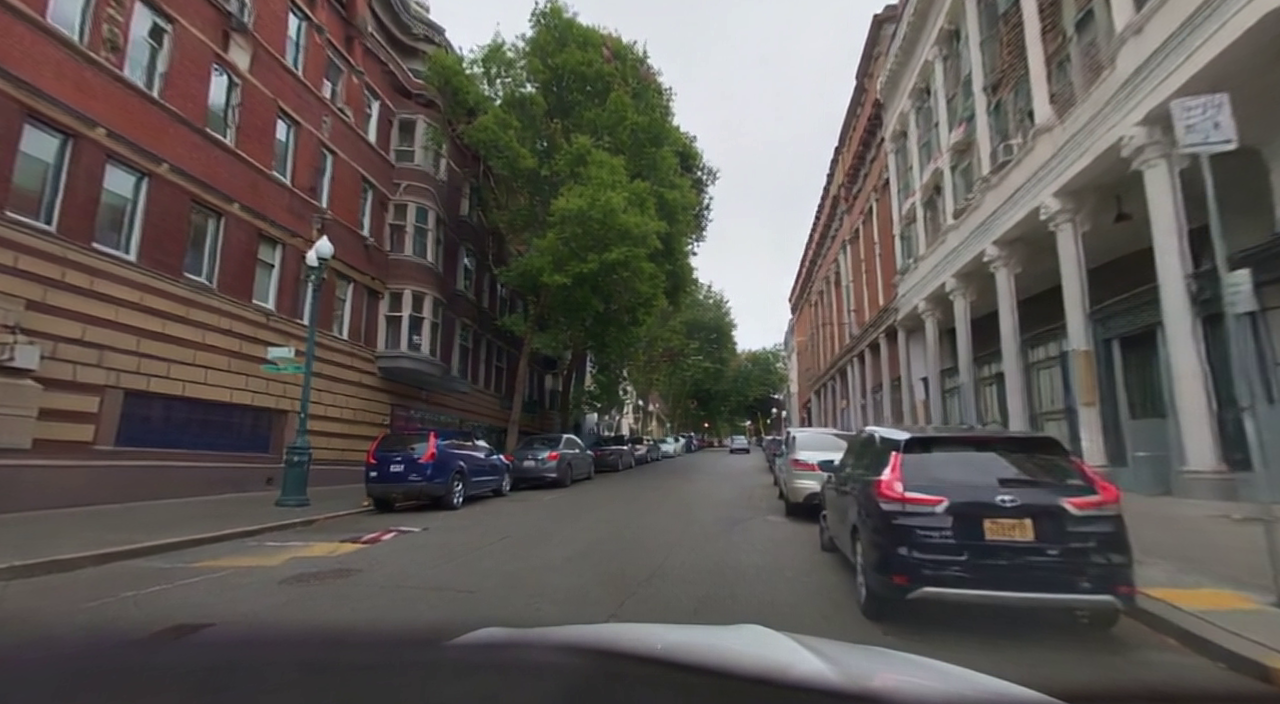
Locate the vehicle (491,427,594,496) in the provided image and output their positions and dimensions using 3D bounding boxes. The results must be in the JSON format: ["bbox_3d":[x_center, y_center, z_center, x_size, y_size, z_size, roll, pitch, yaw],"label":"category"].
[{"bbox_3d":[-2.705,3.081,18.387,1.867,1.519,3.920,1,-4,8],"label":"vehicle"}]

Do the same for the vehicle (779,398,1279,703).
[{"bbox_3d":[2.327,1.271,5.296,1.925,1.481,4.653,-1,-8,9],"label":"vehicle"}]

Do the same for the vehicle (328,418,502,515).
[{"bbox_3d":[-4.088,2.095,11.993,1.875,1.564,2.982,-1,-8,8],"label":"vehicle"}]
